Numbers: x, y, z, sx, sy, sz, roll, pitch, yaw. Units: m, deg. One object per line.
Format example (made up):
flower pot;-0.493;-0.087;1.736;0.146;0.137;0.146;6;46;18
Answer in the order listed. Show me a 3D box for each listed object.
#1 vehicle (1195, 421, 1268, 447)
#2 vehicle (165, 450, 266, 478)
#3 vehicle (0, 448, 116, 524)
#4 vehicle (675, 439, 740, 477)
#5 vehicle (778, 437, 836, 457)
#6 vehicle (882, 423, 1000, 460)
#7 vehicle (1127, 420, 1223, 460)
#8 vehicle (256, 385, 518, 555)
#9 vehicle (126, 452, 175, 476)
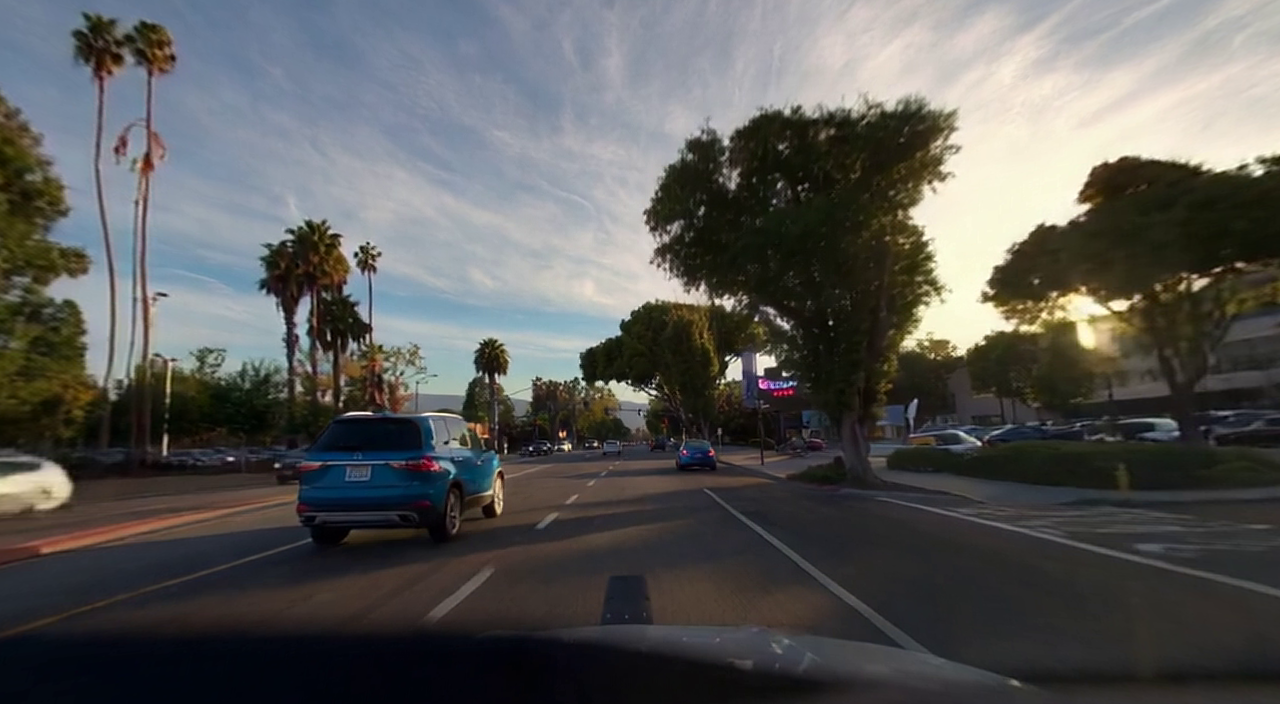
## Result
vehicle;39.365;5.514;42.081;1.982;1.611;4.314;-4;-9;21
vehicle;-26.918;7.049;40.055;5.072;1.606;2.046;7;-11;-39
vehicle;-14.006;2.811;13.273;1.915;1.500;4.681;0;-8;0
vehicle;2.825;4.566;27.434;1.919;1.472;4.470;1;-9;-6
vehicle;12.334;7.020;46.597;1.874;1.386;3.745;6;-11;-37
vehicle;14.391;4.351;30.377;1.887;1.630;4.705;6;-11;-37
vehicle;26.719;4.448;31.714;1.993;1.806;4.813;-4;-9;20
vehicle;-3.435;1.727;9.780;2.152;1.987;4.527;0;-9;0
vehicle;-37.005;8.417;47.584;4.378;1.687;1.968;-8;-11;40
